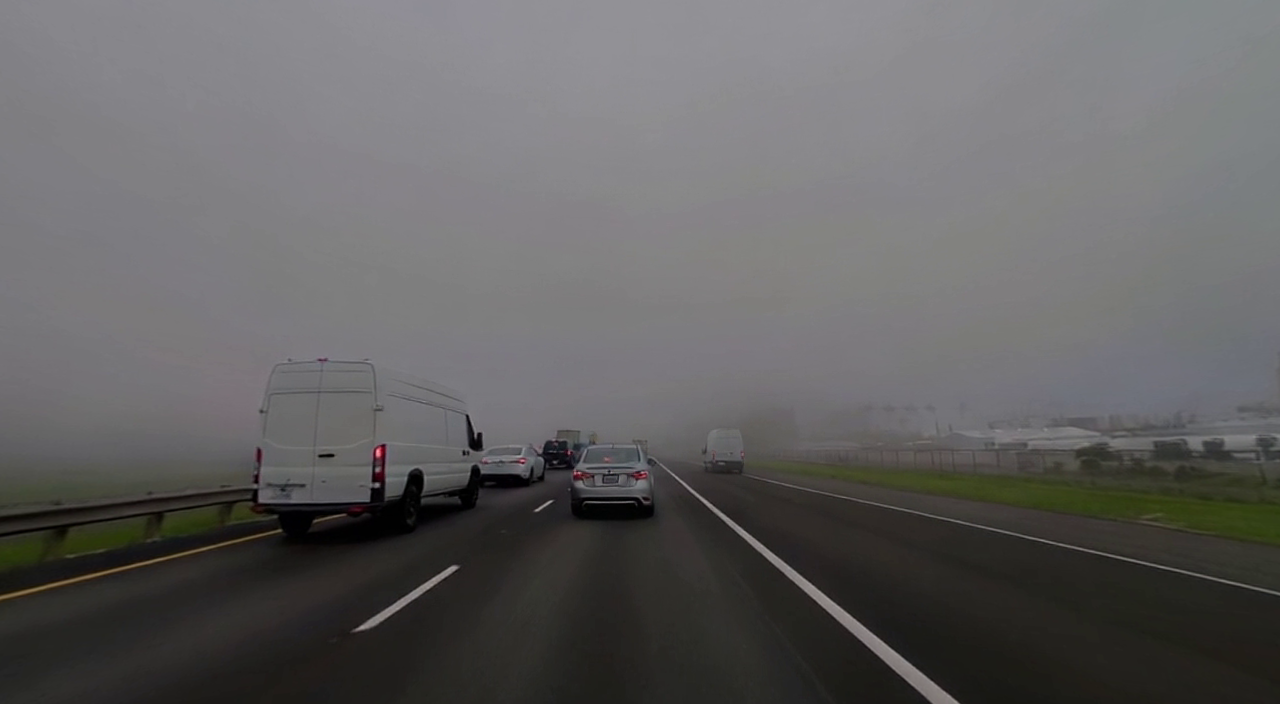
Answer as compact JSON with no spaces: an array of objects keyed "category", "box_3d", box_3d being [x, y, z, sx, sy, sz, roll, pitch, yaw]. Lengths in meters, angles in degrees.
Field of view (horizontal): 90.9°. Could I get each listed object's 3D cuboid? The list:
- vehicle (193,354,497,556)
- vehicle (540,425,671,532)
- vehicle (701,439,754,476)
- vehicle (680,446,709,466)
[{"category":"vehicle","box_3d":[-4.604,1.849,11.668,2.248,2.626,6.837,0,-9,0]},{"category":"vehicle","box_3d":[-0.552,2.330,12.070,2.093,1.695,3.782,0,-9,0]},{"category":"vehicle","box_3d":[4.322,5.298,31.770,2.003,1.754,4.134,0,-9,0]},{"category":"vehicle","box_3d":[4.170,8.068,48.883,1.874,1.512,3.723,0,-9,0]}]
